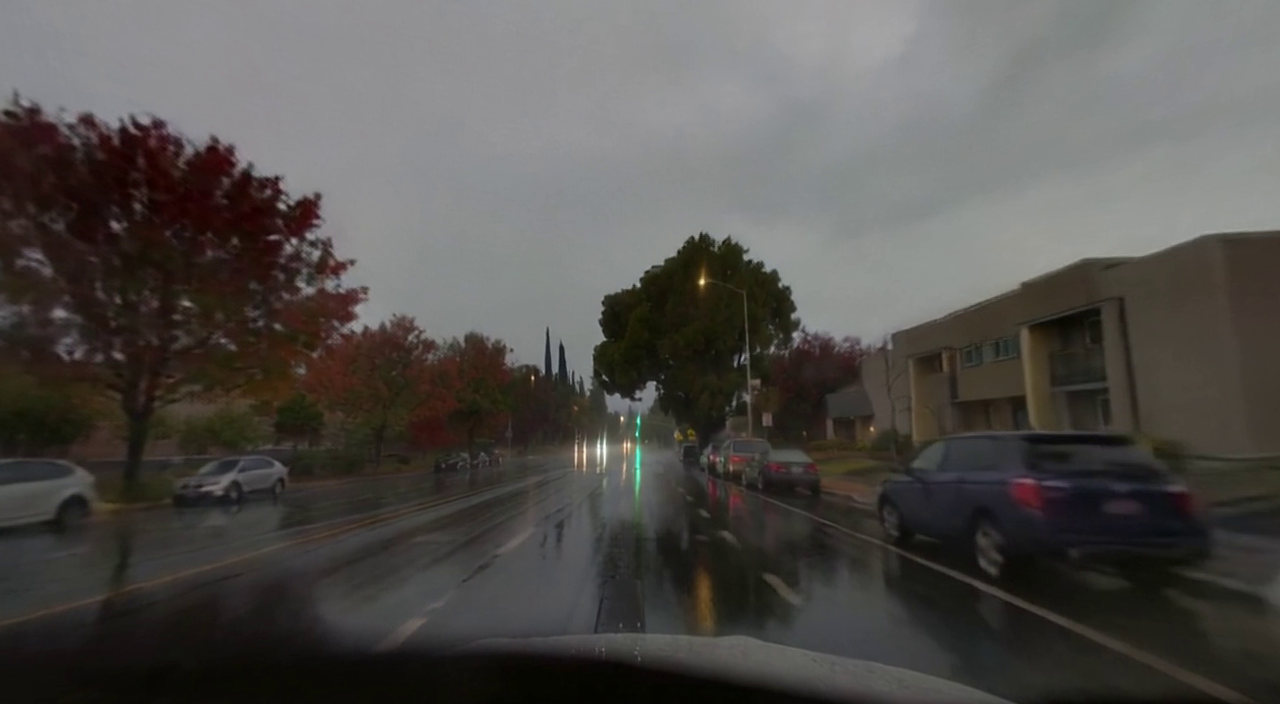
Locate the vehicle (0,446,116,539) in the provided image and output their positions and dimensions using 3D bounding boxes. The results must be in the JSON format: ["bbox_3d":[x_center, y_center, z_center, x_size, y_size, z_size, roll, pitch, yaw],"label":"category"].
[{"bbox_3d":[-13.496,2.818,12.445,2.220,1.747,4.980,-3,-8,-2],"label":"vehicle"}]

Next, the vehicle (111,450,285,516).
[{"bbox_3d":[-13.738,4.038,20.118,2.239,1.645,4.700,-3,-8,-1],"label":"vehicle"}]

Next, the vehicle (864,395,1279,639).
[{"bbox_3d":[4.309,1.521,6.912,1.994,1.725,4.676,0,-8,0],"label":"vehicle"}]

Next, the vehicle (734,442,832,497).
[{"bbox_3d":[4.183,3.495,19.238,1.845,1.443,4.531,0,-8,-1],"label":"vehicle"}]

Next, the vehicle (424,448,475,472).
[{"bbox_3d":[-13.913,7.896,46.496,2.163,1.641,4.875,0,-8,0],"label":"vehicle"}]
